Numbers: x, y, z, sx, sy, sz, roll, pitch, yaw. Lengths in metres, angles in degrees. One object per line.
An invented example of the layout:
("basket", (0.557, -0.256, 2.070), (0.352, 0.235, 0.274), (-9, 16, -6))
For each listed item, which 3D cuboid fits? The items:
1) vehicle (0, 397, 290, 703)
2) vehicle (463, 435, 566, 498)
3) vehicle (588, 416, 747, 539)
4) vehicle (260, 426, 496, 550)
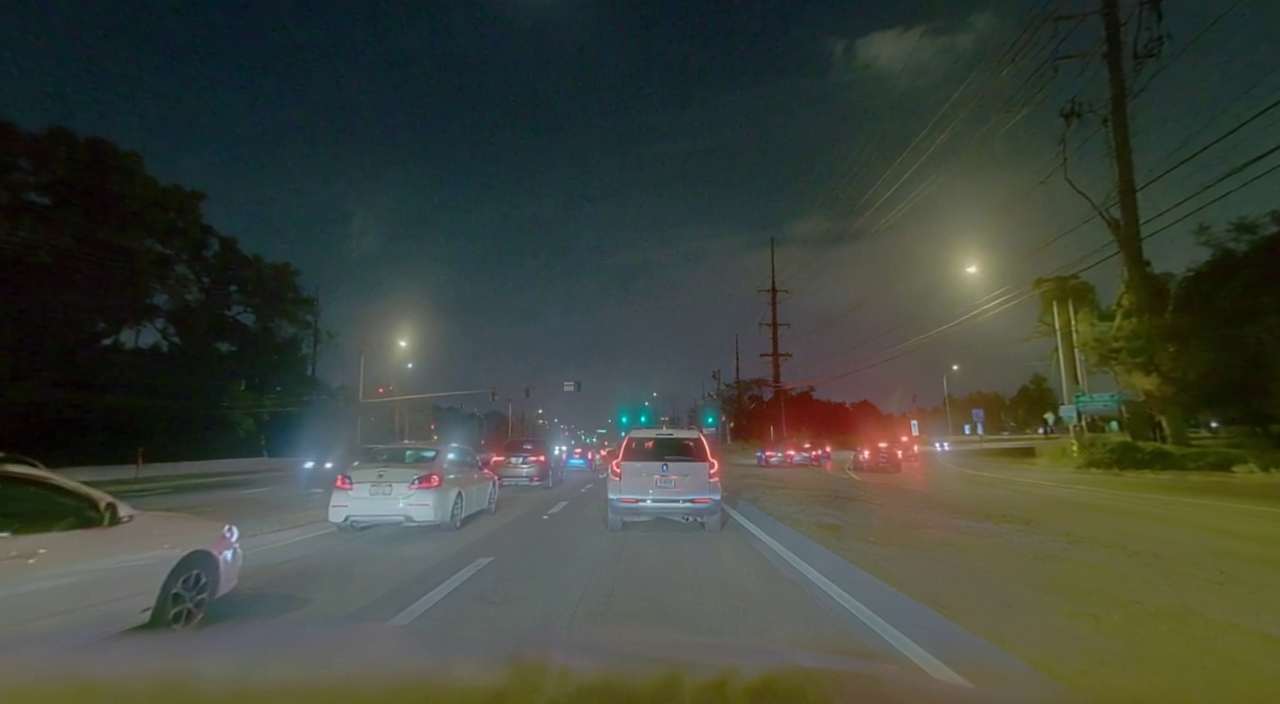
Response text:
("vehicle", (-3.728, 0.898, 2.356), (2.051, 1.488, 4.806), (0, -9, 0))
("vehicle", (-3.590, 3.365, 18.909), (2.018, 1.621, 4.441), (-1, -9, 2))
("vehicle", (0.422, 2.045, 10.795), (2.205, 1.691, 3.937), (0, -9, 1))
("vehicle", (-3.811, 2.034, 10.095), (1.999, 1.563, 4.007), (0, -9, 1))
